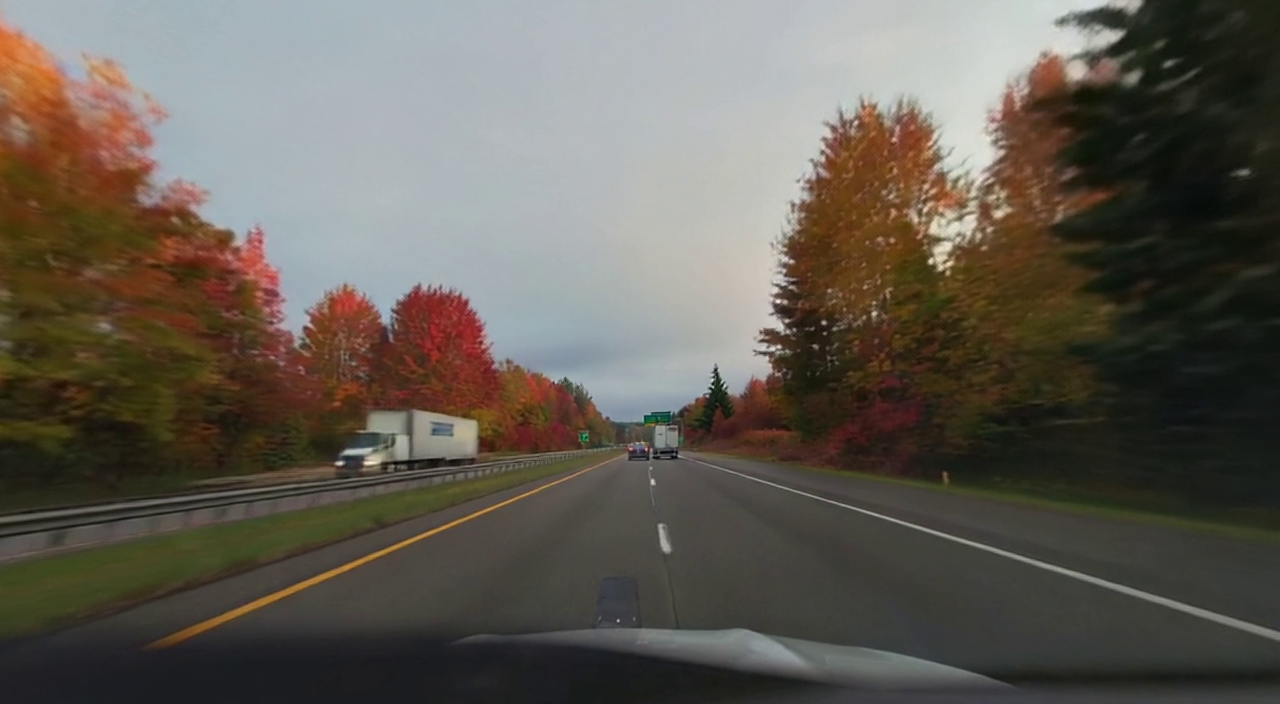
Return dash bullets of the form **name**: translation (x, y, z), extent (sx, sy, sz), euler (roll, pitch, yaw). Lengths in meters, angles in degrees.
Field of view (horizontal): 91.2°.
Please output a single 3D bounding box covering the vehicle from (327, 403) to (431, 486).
- **vehicle**: translation (-14.119, 5.105, 34.570), extent (3.027, 4.079, 6.174), euler (0, -9, 0)
